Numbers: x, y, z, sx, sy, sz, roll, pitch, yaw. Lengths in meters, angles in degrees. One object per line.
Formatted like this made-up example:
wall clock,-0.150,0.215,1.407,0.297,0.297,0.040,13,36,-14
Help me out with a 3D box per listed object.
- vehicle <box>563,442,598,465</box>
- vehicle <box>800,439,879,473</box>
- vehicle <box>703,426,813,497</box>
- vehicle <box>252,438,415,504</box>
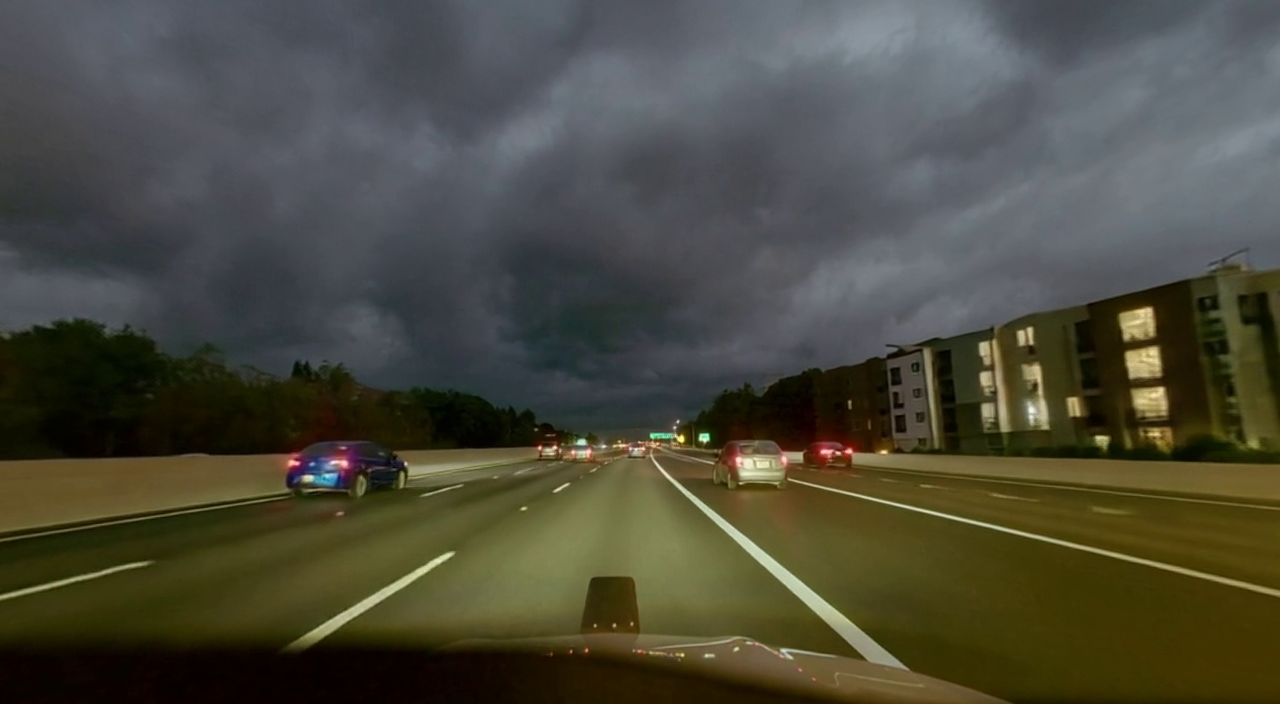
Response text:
vehicle,-4.035,6.969,43.624,2.002,1.466,4.378,0,-9,0
vehicle,9.145,4.813,29.372,2.061,1.459,4.273,0,-9,-3
vehicle,3.079,2.980,17.478,2.080,1.694,4.286,0,-9,-2
vehicle,-7.824,3.055,16.734,2.021,1.496,4.495,0,-9,0
